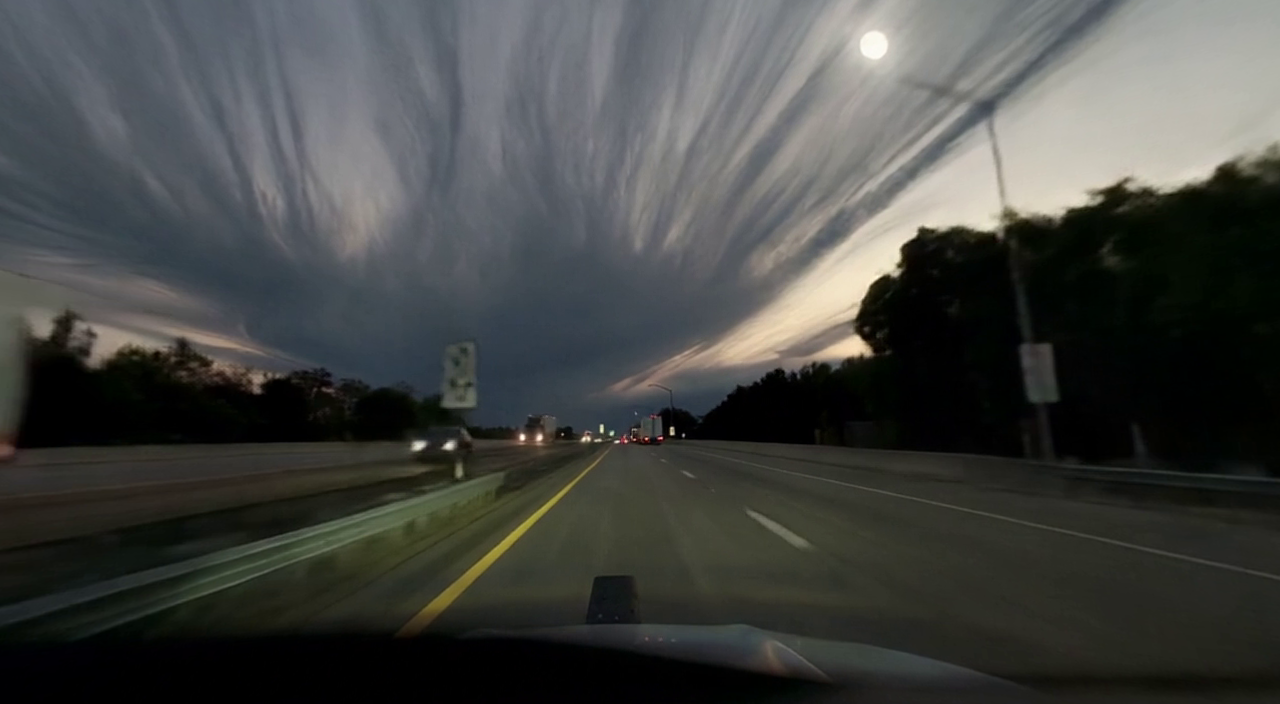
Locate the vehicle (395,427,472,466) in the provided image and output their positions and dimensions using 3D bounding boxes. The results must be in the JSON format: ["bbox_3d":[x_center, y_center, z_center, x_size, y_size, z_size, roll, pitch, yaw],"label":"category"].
[{"bbox_3d":[-8.266,3.802,25.624,1.896,1.449,3.844,0,-8,-2],"label":"vehicle"}]
